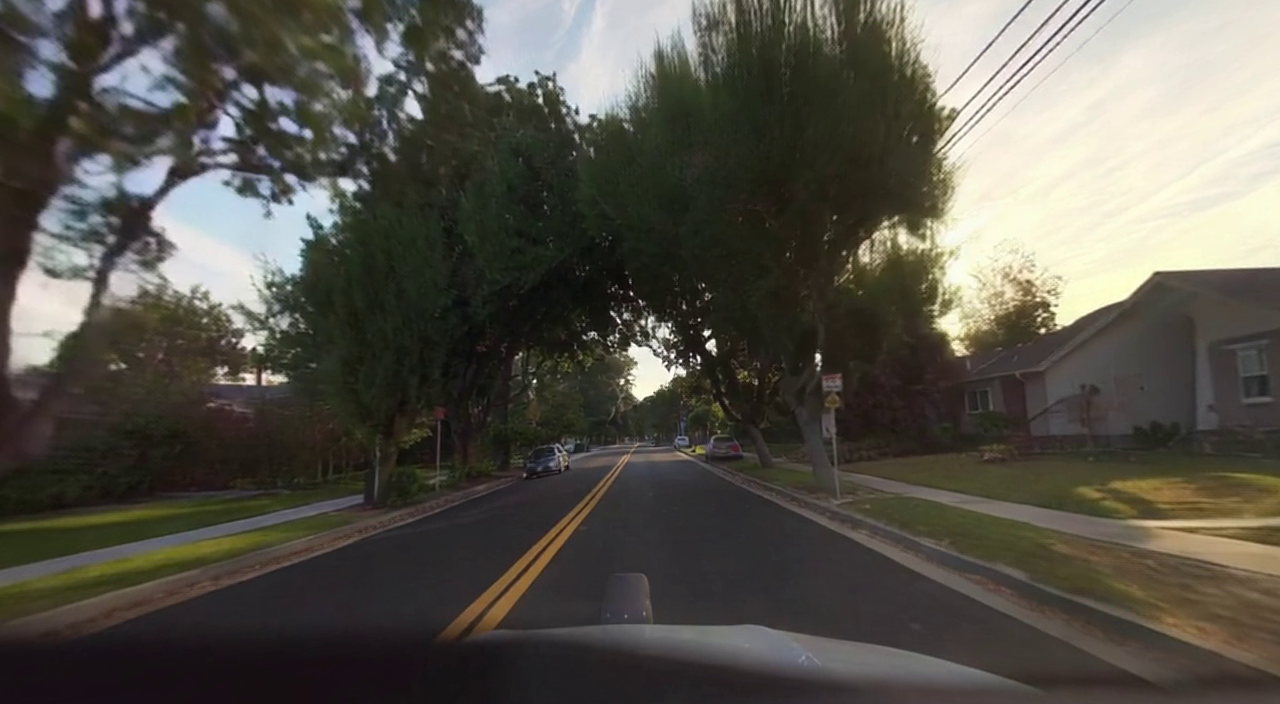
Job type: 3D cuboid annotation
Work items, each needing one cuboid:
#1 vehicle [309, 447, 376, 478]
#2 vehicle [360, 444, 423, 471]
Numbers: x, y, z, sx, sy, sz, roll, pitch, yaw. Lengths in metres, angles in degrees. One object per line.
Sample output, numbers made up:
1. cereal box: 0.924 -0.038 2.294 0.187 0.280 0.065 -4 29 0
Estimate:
1. vehicle: -17.550 6.492 37.403 1.903 1.500 4.214 -3 -7 1
2. vehicle: -14.667 6.254 37.503 1.830 1.495 4.641 0 -8 1
